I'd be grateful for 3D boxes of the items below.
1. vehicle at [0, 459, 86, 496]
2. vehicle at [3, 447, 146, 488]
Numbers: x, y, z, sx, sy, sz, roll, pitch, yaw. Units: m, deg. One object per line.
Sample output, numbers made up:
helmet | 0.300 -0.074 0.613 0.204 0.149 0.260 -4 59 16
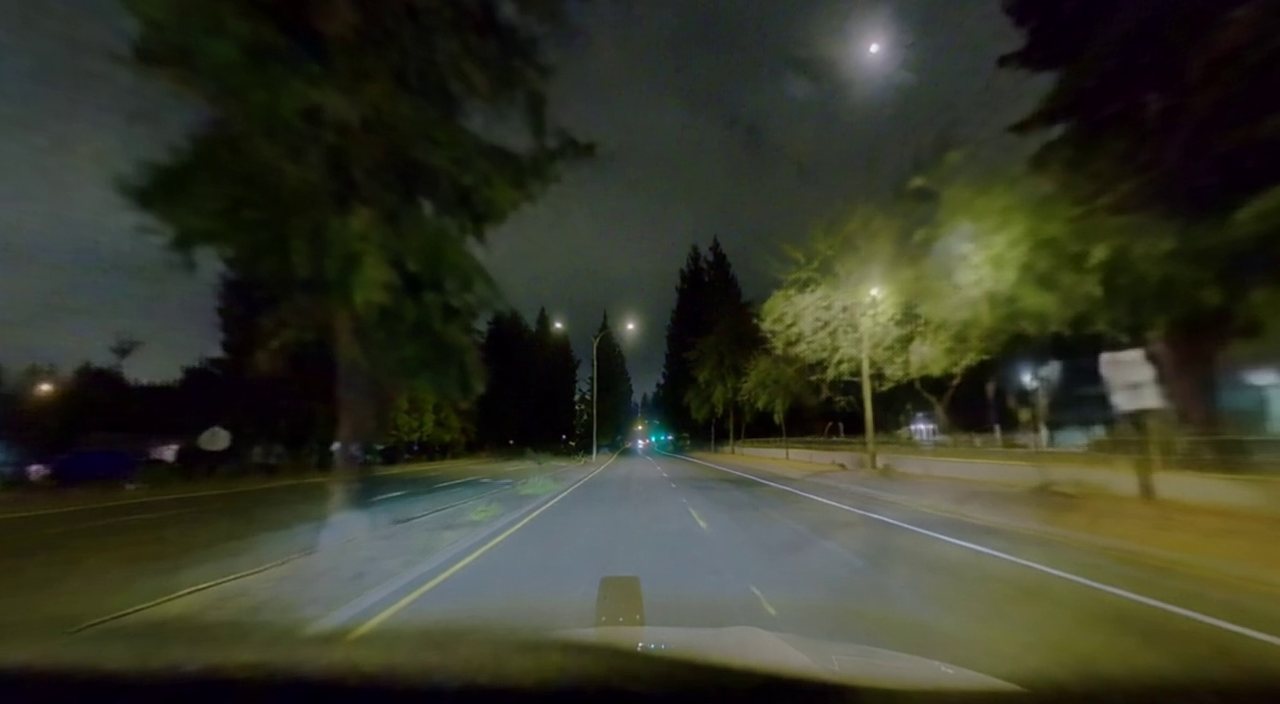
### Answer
vehicle | -27.314 5.551 27.989 3.810 1.444 1.742 -1 -7 -2
vehicle | -27.445 5.599 30.826 4.783 1.722 2.206 -1 -7 -2
